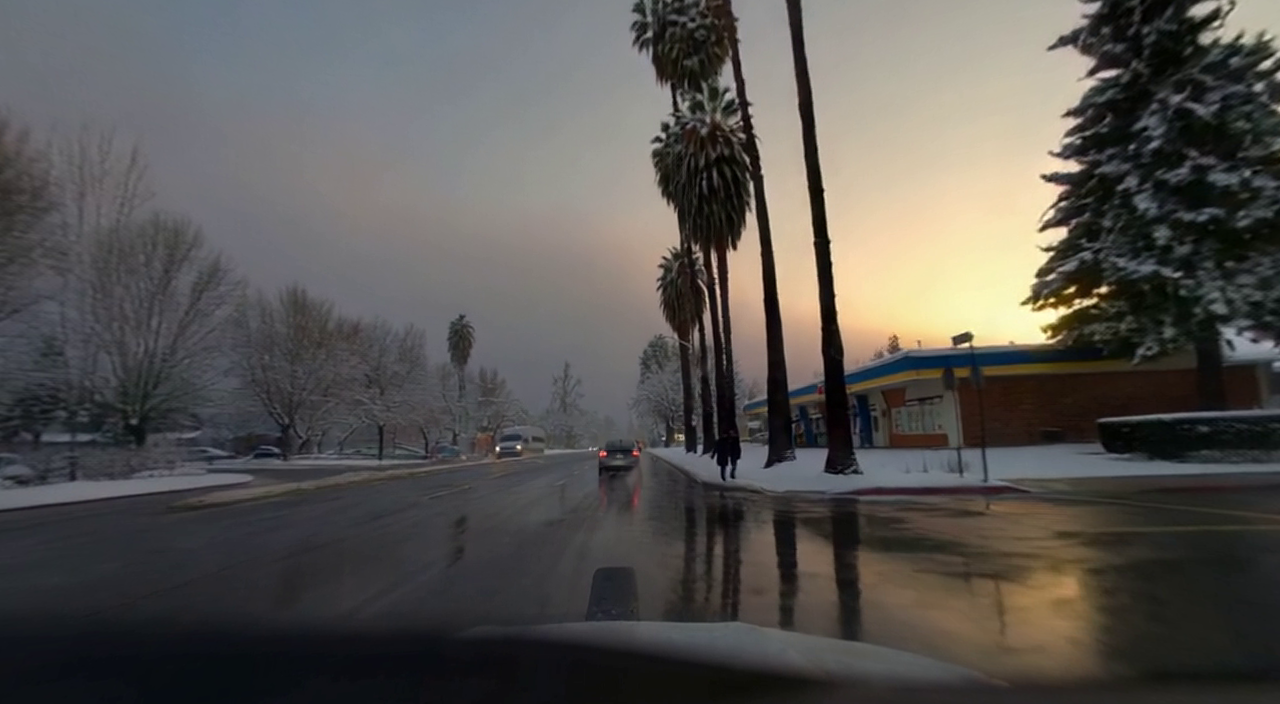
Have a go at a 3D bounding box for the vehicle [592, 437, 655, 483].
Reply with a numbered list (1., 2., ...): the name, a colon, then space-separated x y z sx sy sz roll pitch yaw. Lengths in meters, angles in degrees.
1. vehicle: -0.578 3.826 22.786 2.076 1.486 4.119 0 -8 -1
